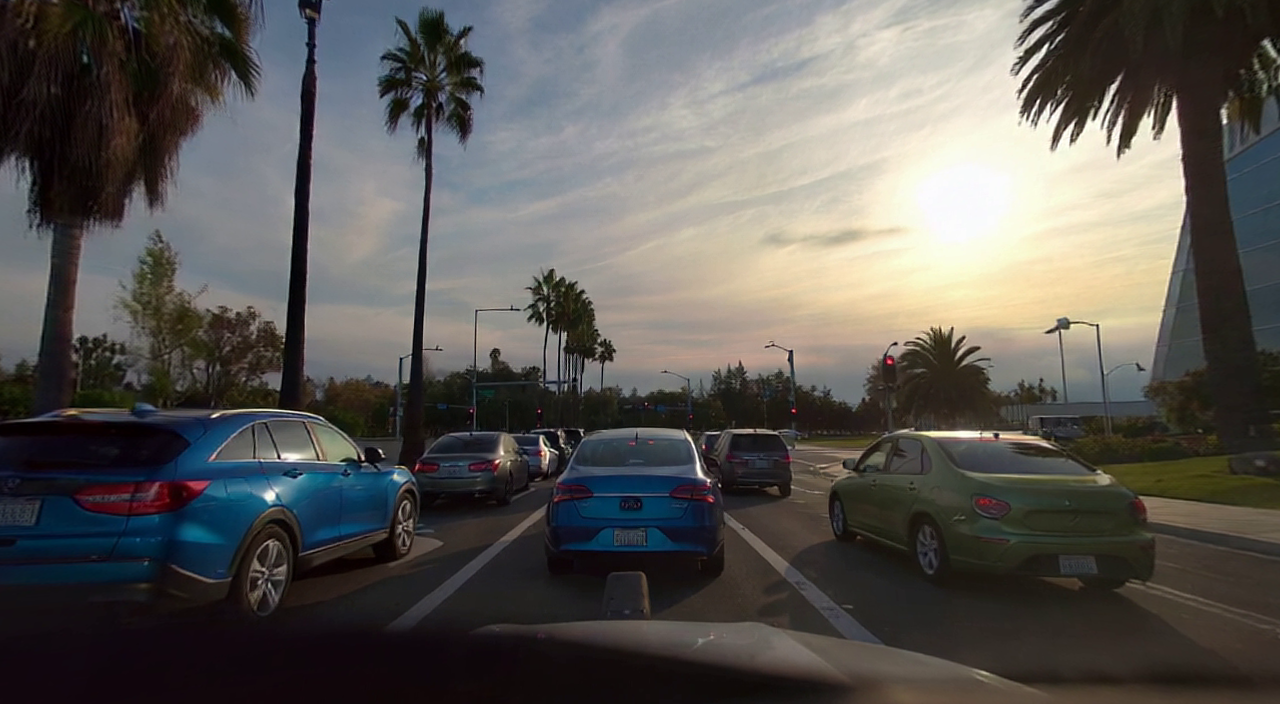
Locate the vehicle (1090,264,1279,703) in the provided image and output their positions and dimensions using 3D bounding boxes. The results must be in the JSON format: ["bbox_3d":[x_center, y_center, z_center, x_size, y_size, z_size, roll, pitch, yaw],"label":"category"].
[{"bbox_3d":[2.983,0.436,0.305,2.117,1.879,4.715,0,-8,2],"label":"vehicle"}]

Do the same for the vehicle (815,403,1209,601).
[{"bbox_3d":[3.842,1.626,7.727,2.064,1.696,4.431,0,-8,-1],"label":"vehicle"}]

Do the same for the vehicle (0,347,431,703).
[{"bbox_3d":[-3.541,1.175,5.396,2.014,1.775,4.404,0,-8,-1],"label":"vehicle"}]

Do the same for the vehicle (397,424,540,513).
[{"bbox_3d":[-3.460,2.422,13.523,1.917,1.631,3.768,0,-8,1],"label":"vehicle"}]

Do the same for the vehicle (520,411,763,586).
[{"bbox_3d":[-0.037,1.668,8.004,2.219,1.586,4.321,0,-8,-1],"label":"vehicle"}]
